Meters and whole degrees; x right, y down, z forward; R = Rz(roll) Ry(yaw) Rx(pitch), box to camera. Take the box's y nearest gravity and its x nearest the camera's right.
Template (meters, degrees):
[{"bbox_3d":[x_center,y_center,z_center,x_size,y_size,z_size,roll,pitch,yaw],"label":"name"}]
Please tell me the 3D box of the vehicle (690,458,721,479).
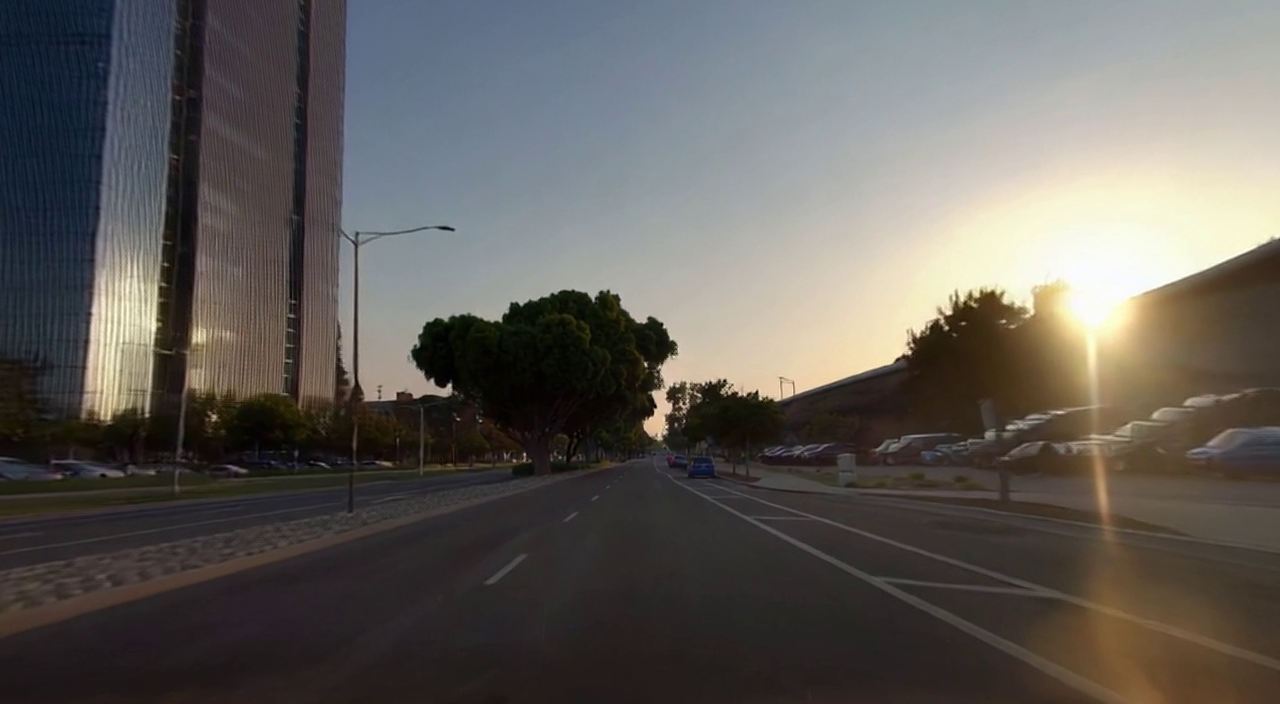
[{"bbox_3d":[5.012,9.001,48.907,1.909,1.503,4.368,0,-8,0],"label":"vehicle"}]
